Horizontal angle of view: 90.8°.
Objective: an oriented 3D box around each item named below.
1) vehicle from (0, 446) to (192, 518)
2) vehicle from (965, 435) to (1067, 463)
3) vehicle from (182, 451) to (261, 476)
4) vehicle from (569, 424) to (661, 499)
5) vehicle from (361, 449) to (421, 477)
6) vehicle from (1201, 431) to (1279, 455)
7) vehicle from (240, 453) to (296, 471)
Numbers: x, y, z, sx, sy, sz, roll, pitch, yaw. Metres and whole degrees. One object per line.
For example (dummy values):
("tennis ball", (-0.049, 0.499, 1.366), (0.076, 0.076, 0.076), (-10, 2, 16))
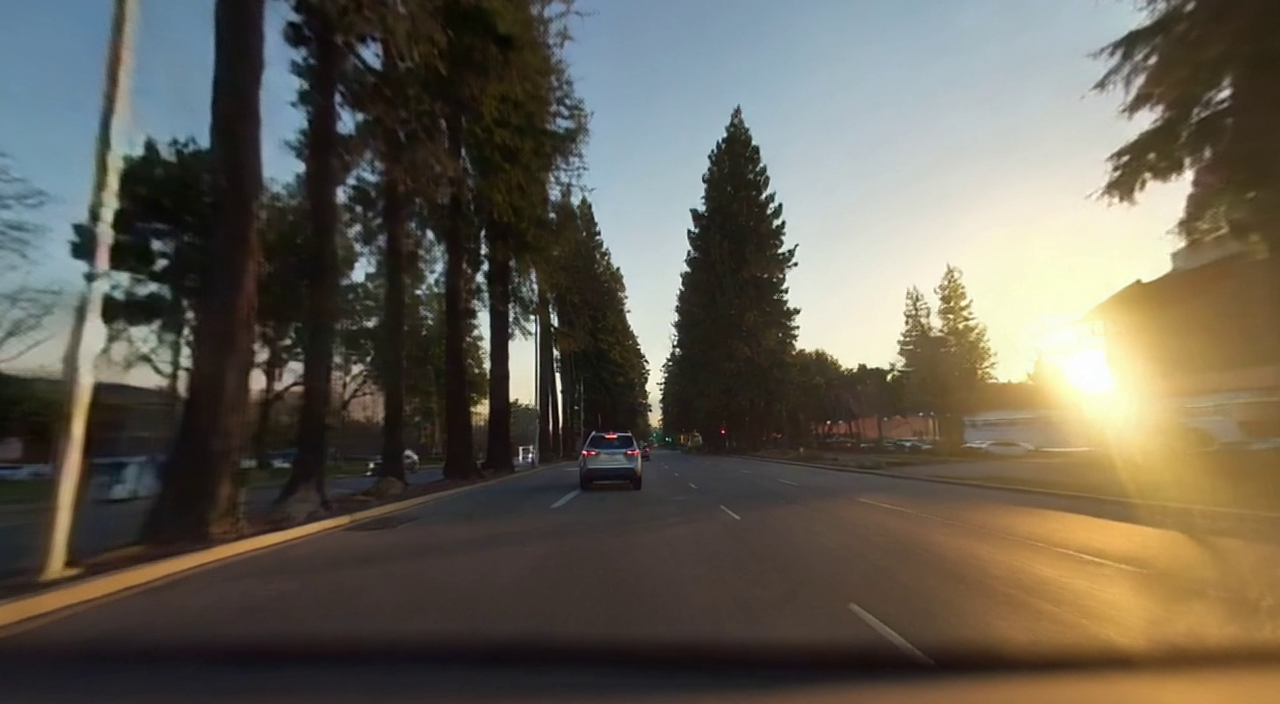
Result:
("vehicle", (-16.267, 3.746, 18.925), (2.127, 1.836, 4.833), (0, -8, 0))
("vehicle", (20.722, 5.366, 34.951), (4.339, 1.456, 2.030), (0, -8, -2))
("vehicle", (-29.204, 7.787, 44.175), (4.287, 1.464, 2.016), (-3, -7, 7))
("vehicle", (-0.774, 3.119, 18.394), (2.300, 1.870, 4.936), (0, -8, -3))
("vehicle", (-15.575, 6.931, 39.787), (2.022, 1.615, 4.324), (0, -8, 0))
("vehicle", (39.780, 5.944, 41.265), (4.167, 1.455, 2.067), (-1, -8, 0))
("vehicle", (-29.232, 8.650, 49.672), (3.327, 1.360, 1.672), (-1, -9, 4))
